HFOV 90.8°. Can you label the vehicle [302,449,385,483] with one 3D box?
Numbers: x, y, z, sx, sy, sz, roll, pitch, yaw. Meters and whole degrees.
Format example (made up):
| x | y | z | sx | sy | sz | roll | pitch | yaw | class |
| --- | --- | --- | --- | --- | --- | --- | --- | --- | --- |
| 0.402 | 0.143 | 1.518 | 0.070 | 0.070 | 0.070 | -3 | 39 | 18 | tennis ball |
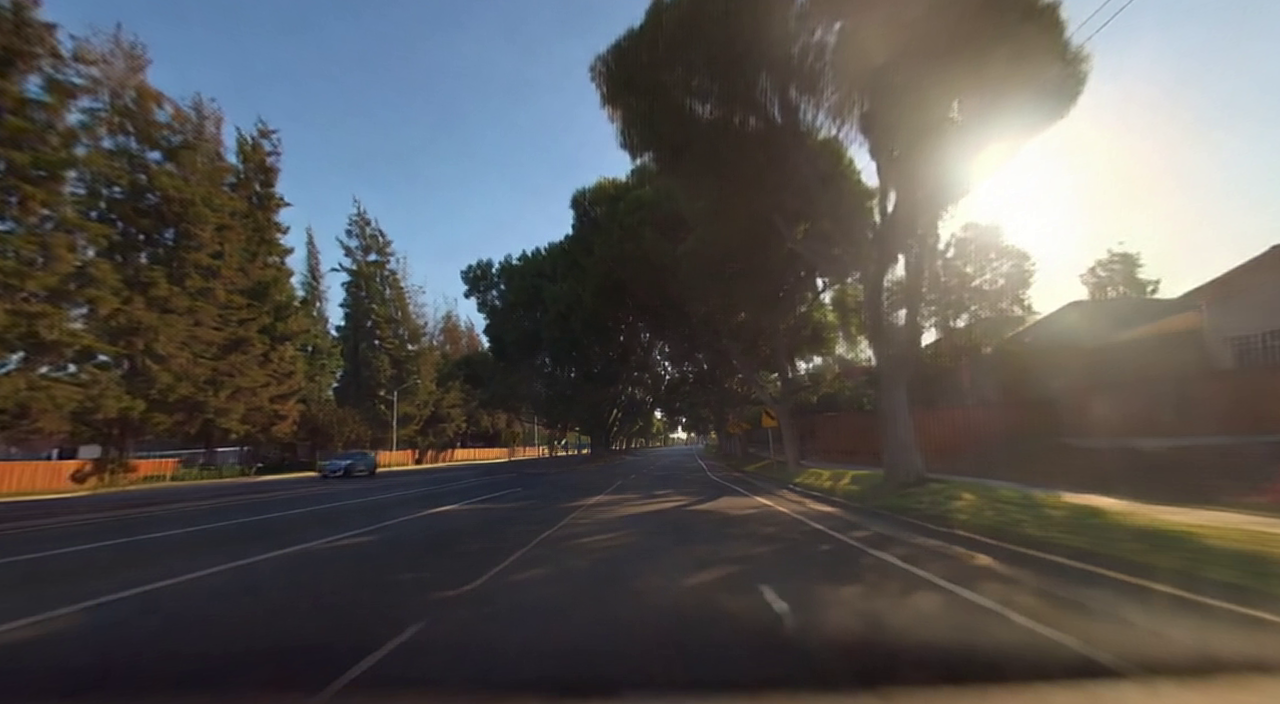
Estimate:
| x | y | z | sx | sy | sz | roll | pitch | yaw | class |
| --- | --- | --- | --- | --- | --- | --- | --- | --- | --- |
| -14.488 | 5.569 | 31.224 | 1.887 | 1.478 | 4.471 | 0 | -8 | 1 | vehicle |
